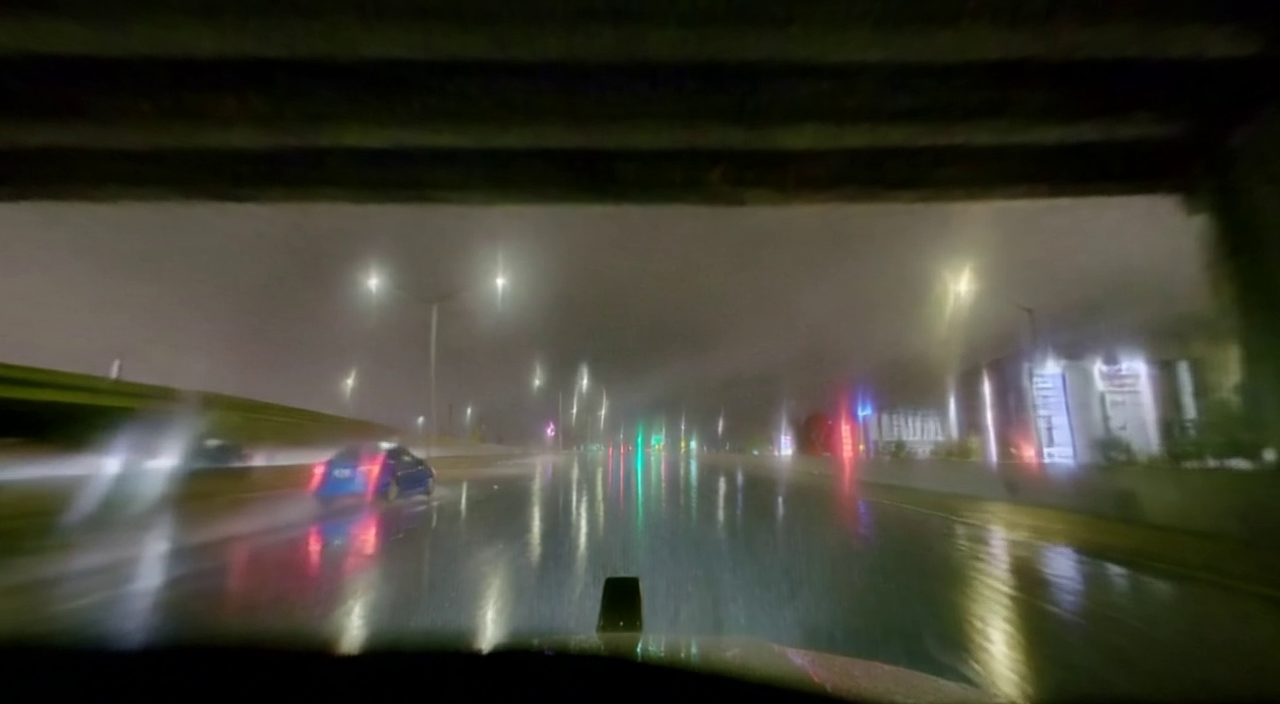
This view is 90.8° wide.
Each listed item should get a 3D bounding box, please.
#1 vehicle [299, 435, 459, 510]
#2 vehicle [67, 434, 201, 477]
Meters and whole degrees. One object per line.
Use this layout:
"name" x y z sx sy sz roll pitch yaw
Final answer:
"vehicle" -6.020 2.818 15.236 1.990 1.529 4.288 0 -9 1
"vehicle" -19.023 3.909 24.024 1.869 1.483 3.866 0 -9 0
